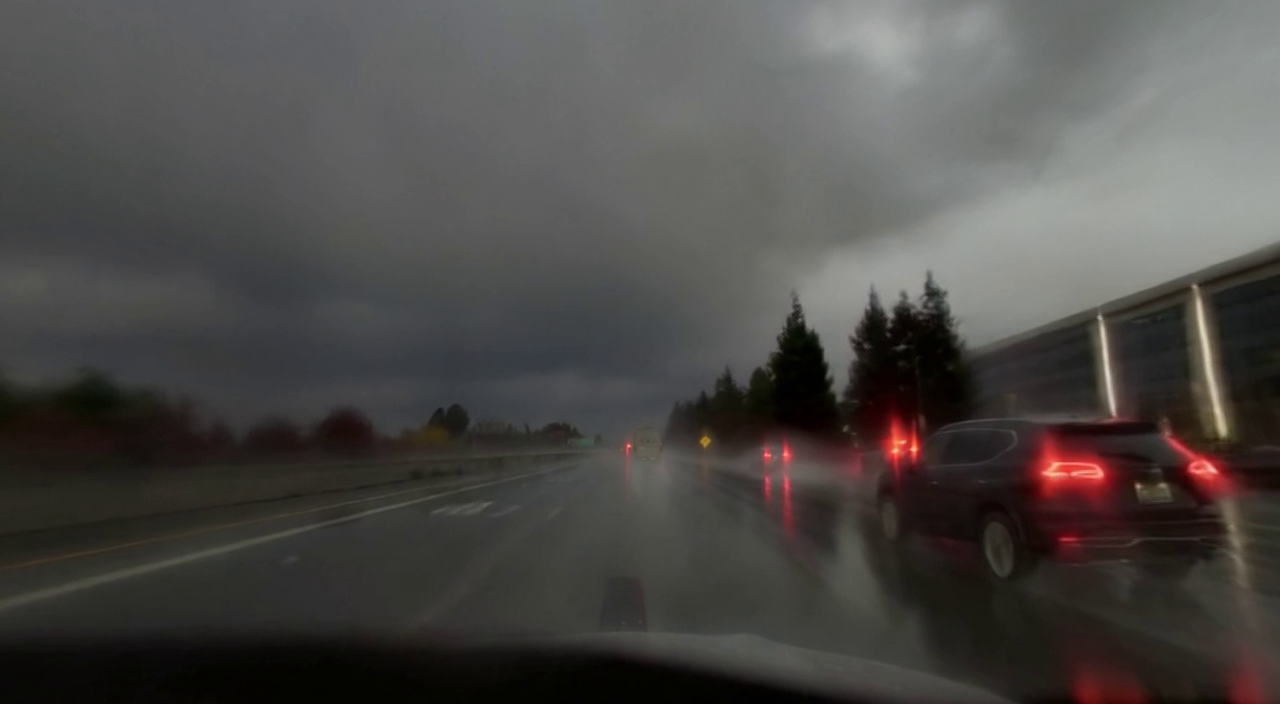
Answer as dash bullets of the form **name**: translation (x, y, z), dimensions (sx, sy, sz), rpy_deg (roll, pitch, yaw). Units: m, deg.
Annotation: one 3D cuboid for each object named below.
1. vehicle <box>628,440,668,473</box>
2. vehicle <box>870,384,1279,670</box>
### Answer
- **vehicle**: translation (0.384, 5.604, 33.768), dimensions (2.015, 1.639, 4.086), rpy_deg (0, -9, 0)
- **vehicle**: translation (4.177, 1.344, 6.147), dimensions (2.008, 1.595, 5.082), rpy_deg (-1, -8, 1)
